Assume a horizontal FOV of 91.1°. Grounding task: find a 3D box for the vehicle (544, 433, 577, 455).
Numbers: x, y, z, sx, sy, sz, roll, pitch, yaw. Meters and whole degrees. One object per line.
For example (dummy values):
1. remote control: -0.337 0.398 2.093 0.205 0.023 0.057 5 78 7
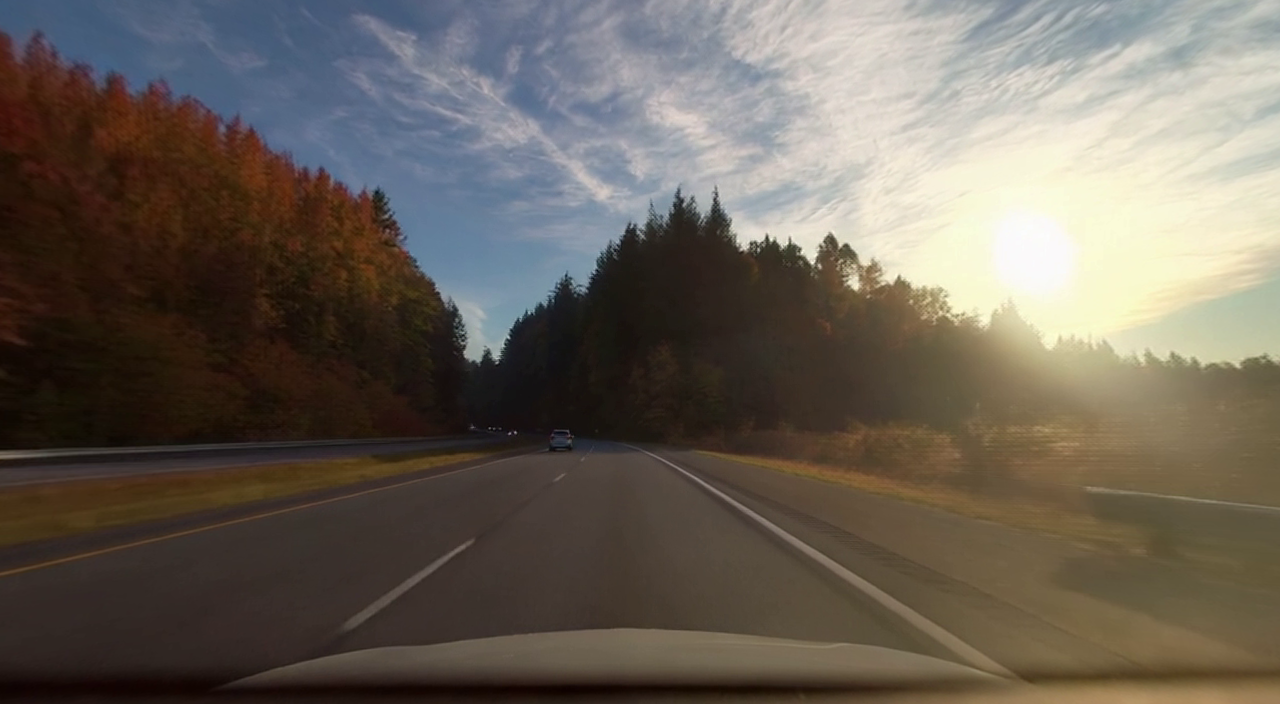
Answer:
1. vehicle: -5.929 6.923 47.419 2.073 1.559 4.393 0 -8 -3
